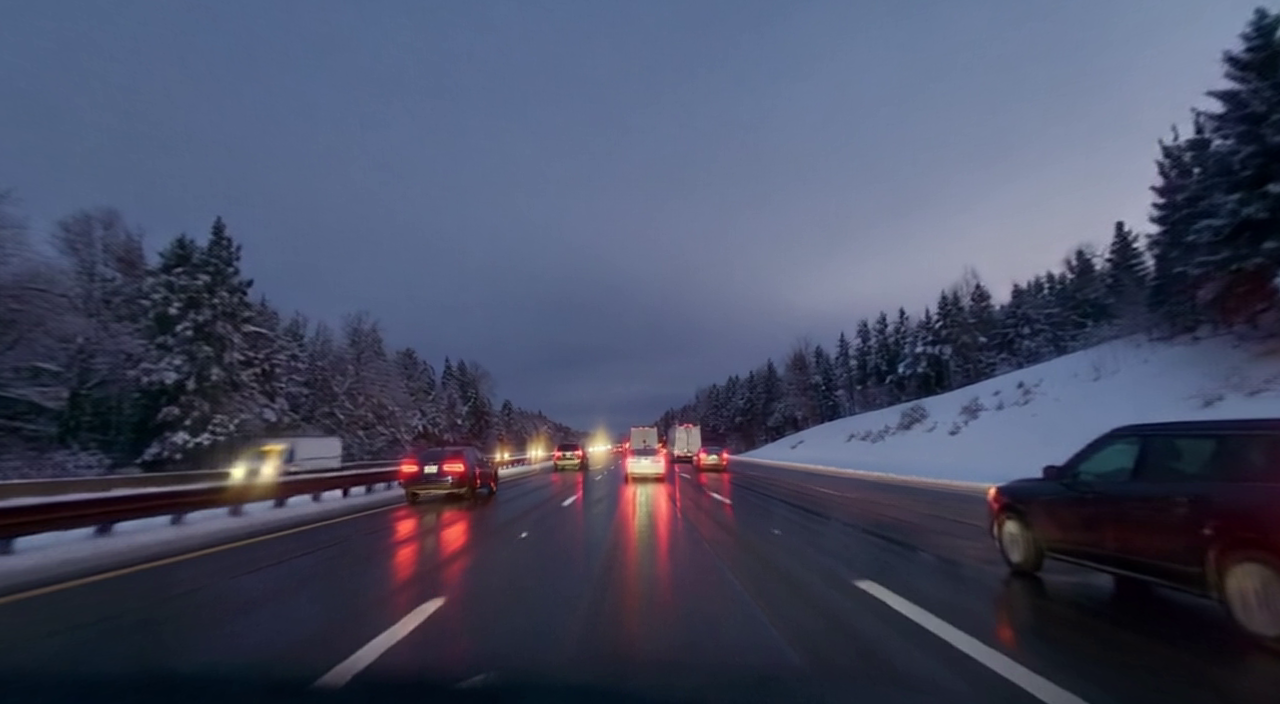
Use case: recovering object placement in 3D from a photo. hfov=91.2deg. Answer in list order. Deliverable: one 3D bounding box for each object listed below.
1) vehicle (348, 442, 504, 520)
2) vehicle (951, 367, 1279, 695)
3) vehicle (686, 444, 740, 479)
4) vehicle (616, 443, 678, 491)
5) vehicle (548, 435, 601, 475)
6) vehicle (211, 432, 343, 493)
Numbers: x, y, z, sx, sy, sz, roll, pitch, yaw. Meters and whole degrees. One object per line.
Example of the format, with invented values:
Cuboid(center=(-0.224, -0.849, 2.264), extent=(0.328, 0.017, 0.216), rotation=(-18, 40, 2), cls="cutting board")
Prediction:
Cuboid(center=(-4.589, 2.823, 14.280), extent=(1.967, 1.473, 4.439), rotation=(0, -9, 0), cls="vehicle")
Cuboid(center=(4.221, 1.065, 4.220), extent=(2.018, 1.639, 4.149), rotation=(0, -9, -1), cls="vehicle")
Cuboid(center=(3.379, 5.165, 29.849), extent=(1.959, 1.503, 4.064), rotation=(0, -9, -2), cls="vehicle")
Cuboid(center=(0.217, 4.035, 22.352), extent=(2.015, 1.526, 4.286), rotation=(0, -9, 0), cls="vehicle")
Cuboid(center=(-3.413, 5.493, 33.463), extent=(2.230, 1.973, 4.403), rotation=(-1, -9, 2), cls="vehicle")
Cuboid(center=(-16.364, 5.001, 28.775), extent=(2.408, 2.483, 5.904), rotation=(0, -9, 1), cls="vehicle")
